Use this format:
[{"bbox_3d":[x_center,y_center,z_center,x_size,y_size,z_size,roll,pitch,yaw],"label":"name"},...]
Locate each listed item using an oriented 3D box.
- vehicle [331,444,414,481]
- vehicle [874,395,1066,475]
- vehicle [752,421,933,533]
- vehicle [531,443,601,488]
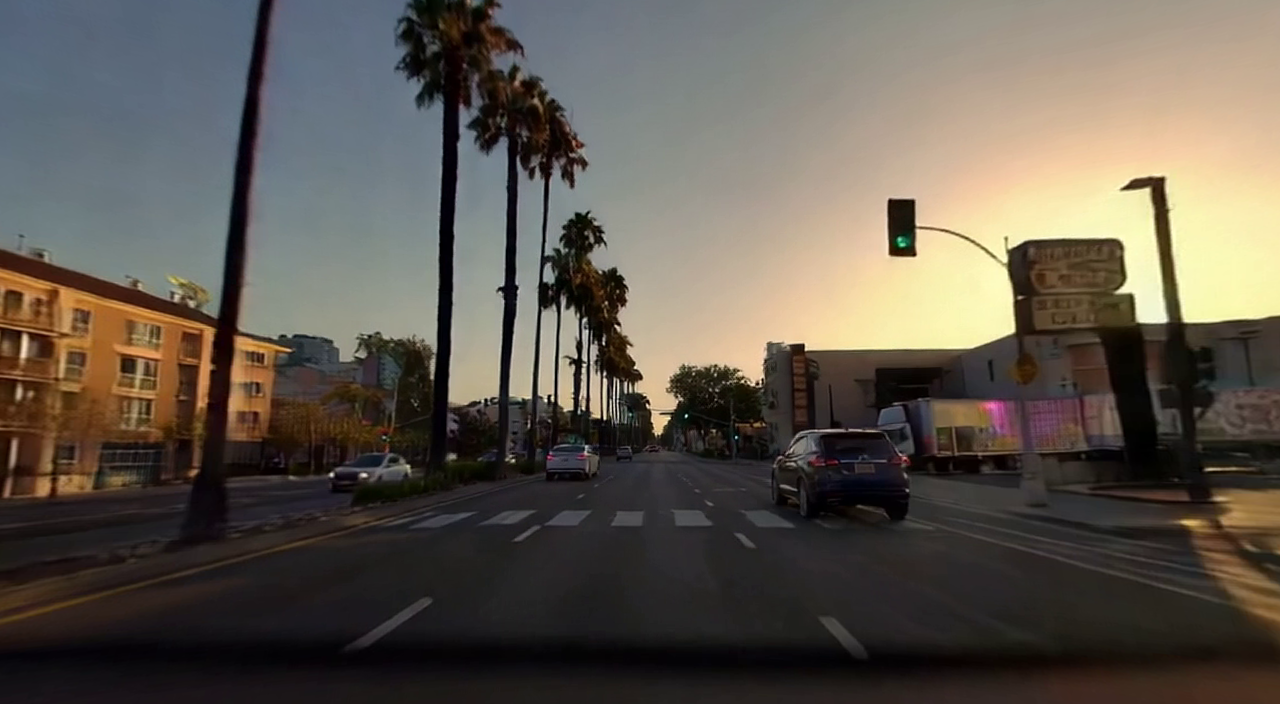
[{"bbox_3d":[-14.398,5.966,34.390,2.227,1.768,5.034,-2,-9,1],"label":"vehicle"},{"bbox_3d":[14.891,3.810,28.911,7.195,3.468,2.597,0,-9,-2],"label":"vehicle"},{"bbox_3d":[3.527,2.270,11.995,1.982,1.711,4.276,0,-9,0],"label":"vehicle"},{"bbox_3d":[-2.636,4.153,23.451,2.034,1.498,3.995,0,-9,1],"label":"vehicle"}]
